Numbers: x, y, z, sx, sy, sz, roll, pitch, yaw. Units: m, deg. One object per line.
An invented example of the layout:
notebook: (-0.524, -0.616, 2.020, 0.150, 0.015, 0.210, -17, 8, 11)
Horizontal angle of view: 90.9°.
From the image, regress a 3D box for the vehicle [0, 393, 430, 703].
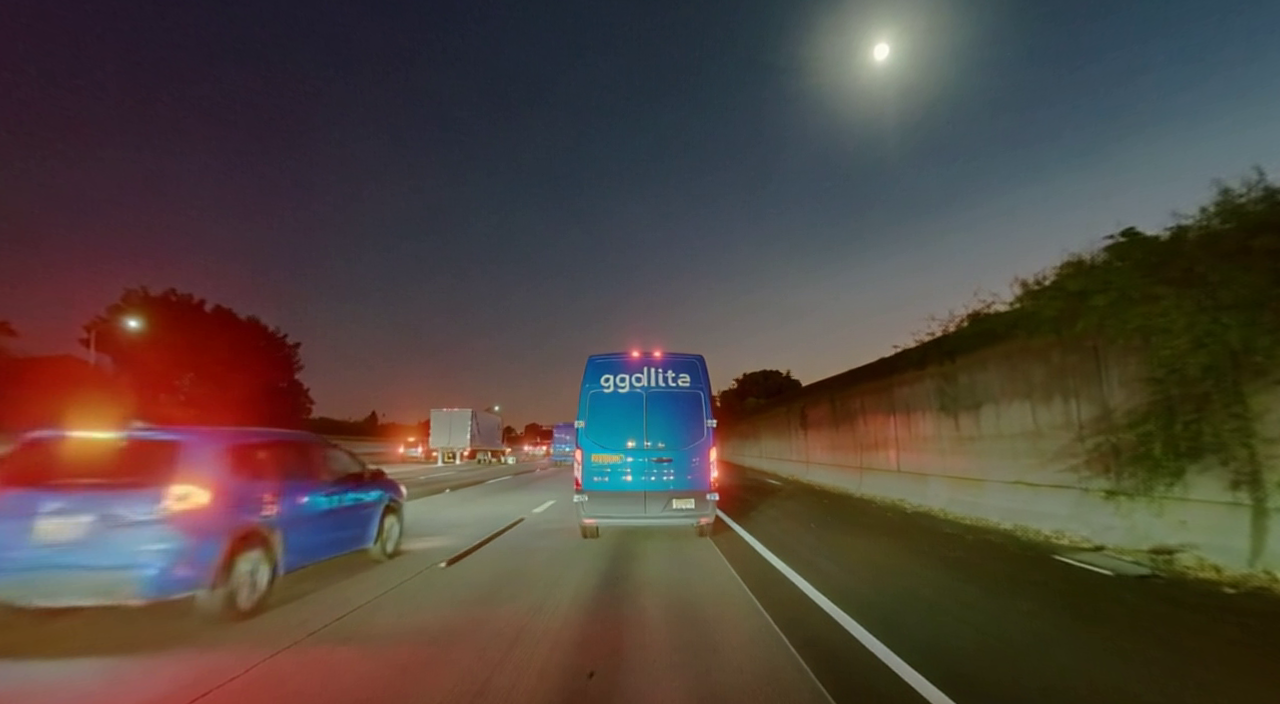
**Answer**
vehicle: (-3.804, 1.329, 5.540, 2.212, 1.551, 4.658, 0, -8, 1)

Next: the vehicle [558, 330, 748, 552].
vehicle: (0.222, 1.550, 11.040, 2.316, 2.738, 6.398, 0, -8, 1)

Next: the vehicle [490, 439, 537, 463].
vehicle: (-9.138, 7.159, 45.840, 1.934, 1.567, 4.536, -1, -7, 7)

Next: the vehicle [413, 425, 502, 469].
vehicle: (-9.556, 5.075, 33.736, 2.566, 2.158, 5.957, -1, -8, 4)
